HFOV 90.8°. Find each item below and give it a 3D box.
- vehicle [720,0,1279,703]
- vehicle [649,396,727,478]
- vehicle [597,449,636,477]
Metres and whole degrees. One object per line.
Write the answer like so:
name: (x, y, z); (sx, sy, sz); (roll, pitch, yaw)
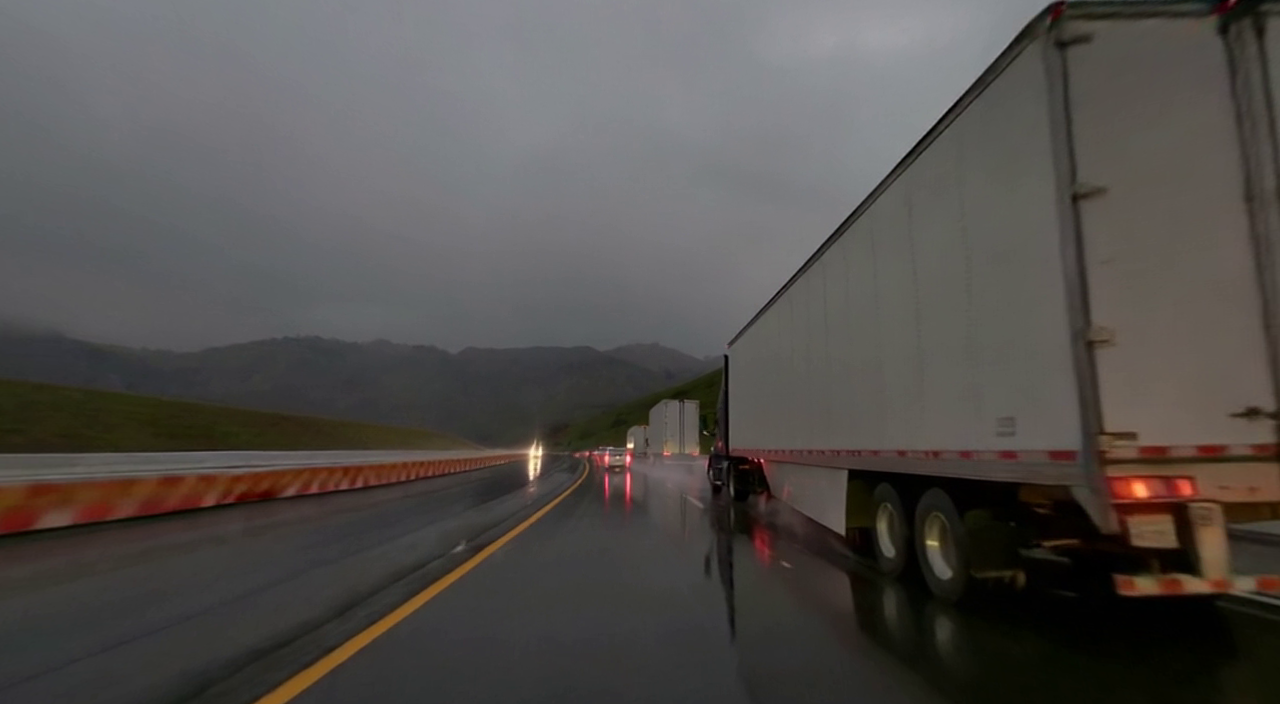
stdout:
vehicle: (3.922, 0.938, 10.705); (2.911, 4.099, 14.578); (0, -9, -1)
vehicle: (2.486, 5.355, 38.612); (2.826, 4.050, 13.845); (0, -9, -4)
vehicle: (-1.290, 5.993, 34.213); (2.029, 1.437, 3.794); (0, -9, -3)
